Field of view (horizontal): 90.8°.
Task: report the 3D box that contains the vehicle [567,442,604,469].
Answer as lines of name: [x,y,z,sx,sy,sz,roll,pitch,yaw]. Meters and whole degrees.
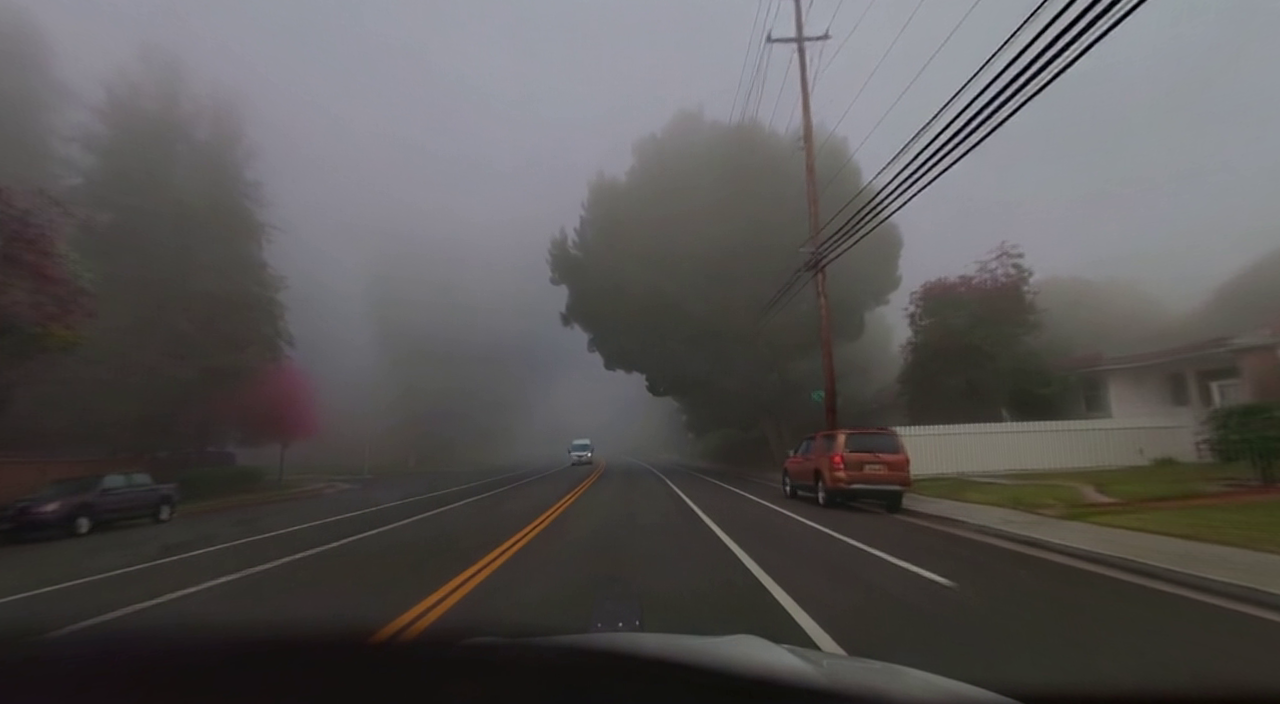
vehicle: [-4.084,7.861,48.132,2.357,1.893,5.084,0,-9,0]

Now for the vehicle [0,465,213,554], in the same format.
vehicle: [-13.197,3.712,15.513,2.106,1.606,4.804,-2,-8,0]

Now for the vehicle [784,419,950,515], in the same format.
vehicle: [5.419,2.846,16.143,2.238,1.995,5.491,0,-9,1]
